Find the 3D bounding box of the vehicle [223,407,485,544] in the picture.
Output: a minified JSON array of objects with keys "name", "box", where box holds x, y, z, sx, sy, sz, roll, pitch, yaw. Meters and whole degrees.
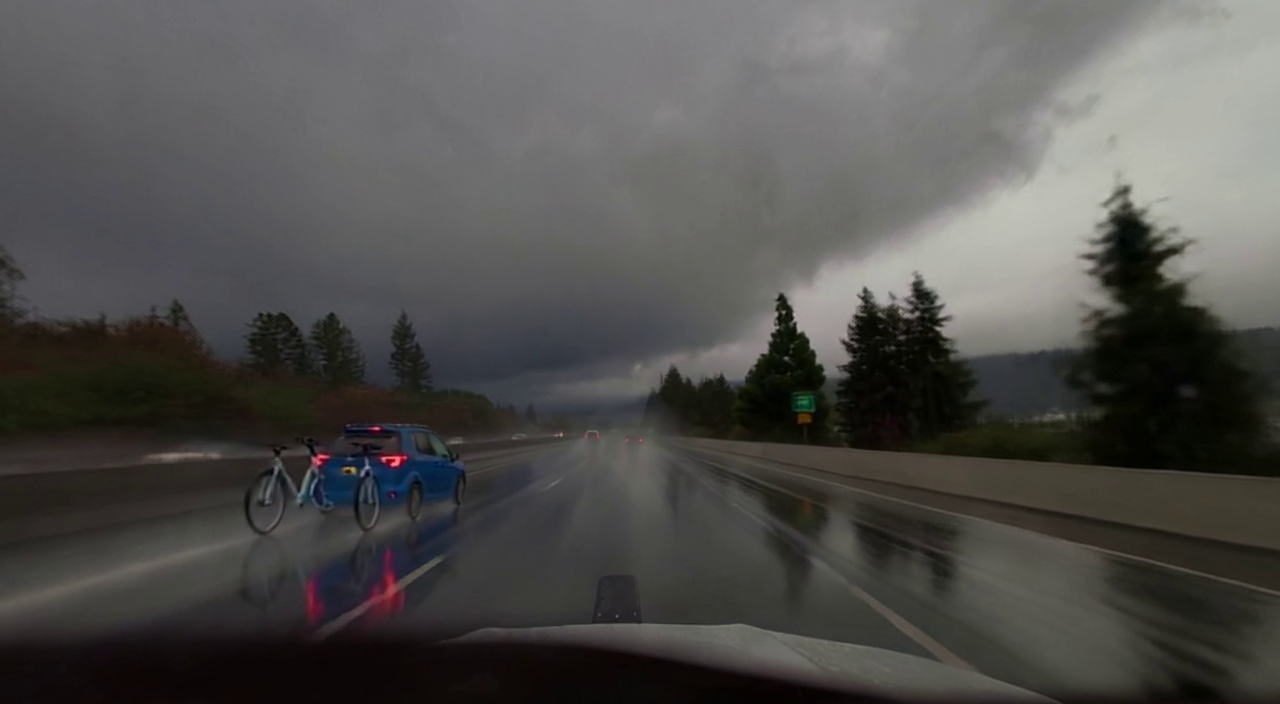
[{"name":"vehicle","box":[-4.004,1.790,9.880,2.064,1.647,4.381,0,-8,0]}]
